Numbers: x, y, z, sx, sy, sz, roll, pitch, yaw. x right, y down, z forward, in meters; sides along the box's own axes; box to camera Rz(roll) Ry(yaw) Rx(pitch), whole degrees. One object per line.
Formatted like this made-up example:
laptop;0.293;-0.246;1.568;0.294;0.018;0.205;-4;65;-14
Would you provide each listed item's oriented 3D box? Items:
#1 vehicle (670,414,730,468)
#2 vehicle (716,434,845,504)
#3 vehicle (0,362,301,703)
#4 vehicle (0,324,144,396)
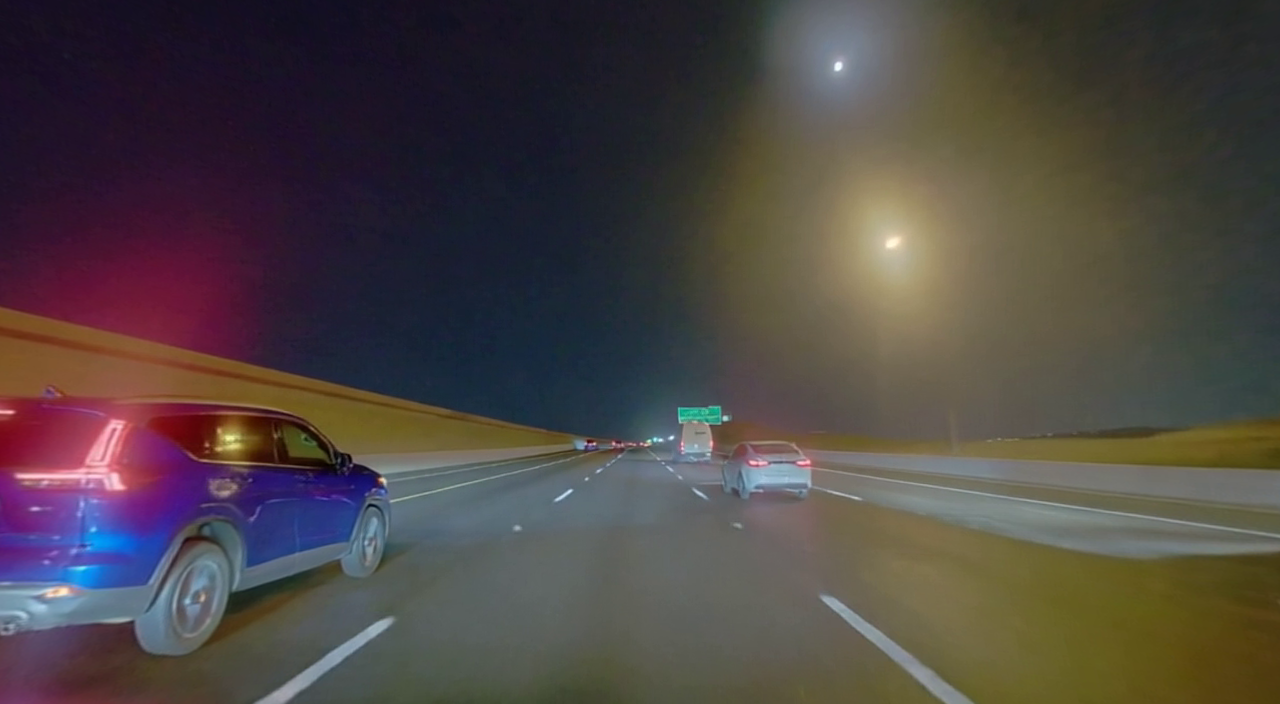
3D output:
vehicle;3.255;5.058;35.797;2.629;2.718;6.740;0;-8;-1
vehicle;3.392;2.944;16.446;2.108;1.509;5.059;0;-8;-1
vehicle;-4.021;0.949;3.454;2.000;1.646;4.201;0;-8;0
vehicle;-18.404;0.370;19.460;2.044;1.573;4.964;0;-8;3
